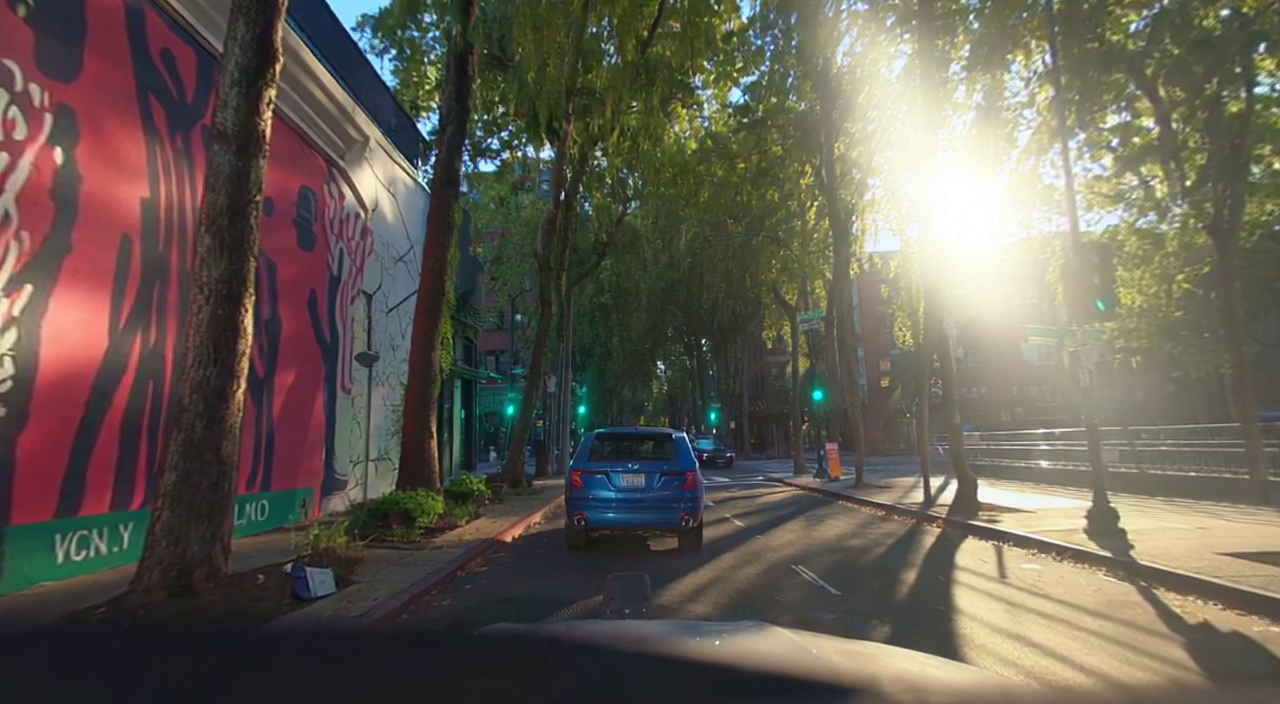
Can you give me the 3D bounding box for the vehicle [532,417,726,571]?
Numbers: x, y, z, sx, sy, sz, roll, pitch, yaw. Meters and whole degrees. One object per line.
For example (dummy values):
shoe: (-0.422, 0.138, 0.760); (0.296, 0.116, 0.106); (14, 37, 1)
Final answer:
vehicle: (-0.133, 1.818, 8.779); (2.079, 1.621, 3.861); (0, -8, -1)
